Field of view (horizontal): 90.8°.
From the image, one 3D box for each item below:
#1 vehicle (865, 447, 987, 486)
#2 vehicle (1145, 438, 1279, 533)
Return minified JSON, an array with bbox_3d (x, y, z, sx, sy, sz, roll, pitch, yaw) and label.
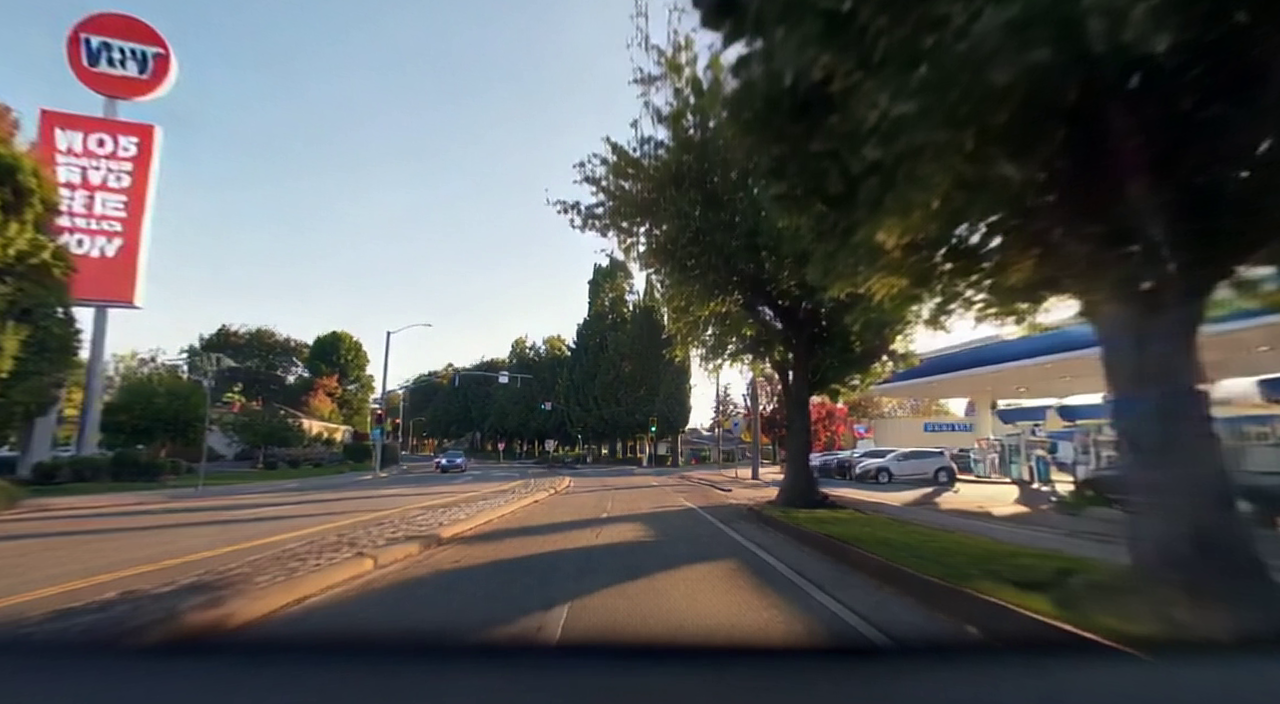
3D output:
[{"bbox_3d":[13.999,5.633,31.171,4.996,1.720,2.027,1,-8,2],"label":"vehicle"},{"bbox_3d":[13.873,2.992,14.550,2.086,1.845,4.694,-4,-11,22],"label":"vehicle"}]
